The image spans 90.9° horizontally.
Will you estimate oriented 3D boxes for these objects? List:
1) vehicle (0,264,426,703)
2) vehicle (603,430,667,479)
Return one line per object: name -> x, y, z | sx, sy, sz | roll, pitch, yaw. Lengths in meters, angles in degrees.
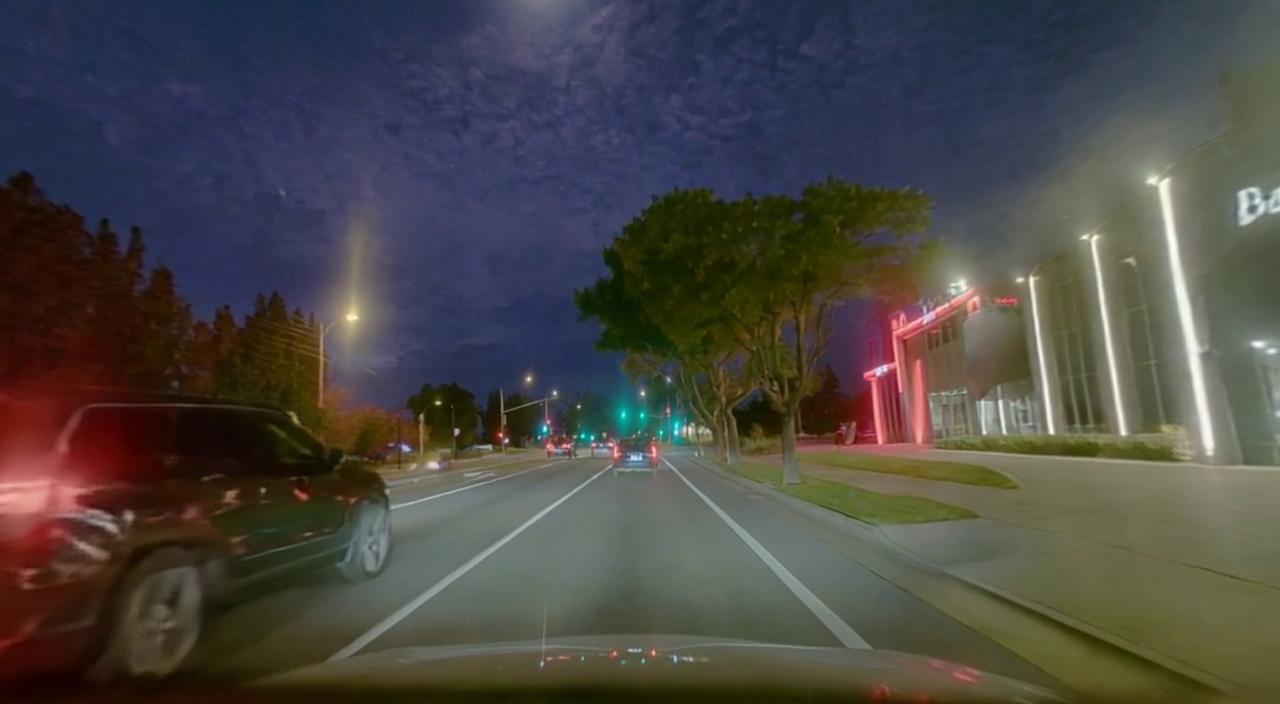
vehicle -> -3.641, 0.913, 4.261 | 2.358, 1.990, 5.447 | 0, -8, 1
vehicle -> -0.139, 3.667, 22.848 | 2.108, 1.612, 4.246 | 0, -8, 1
